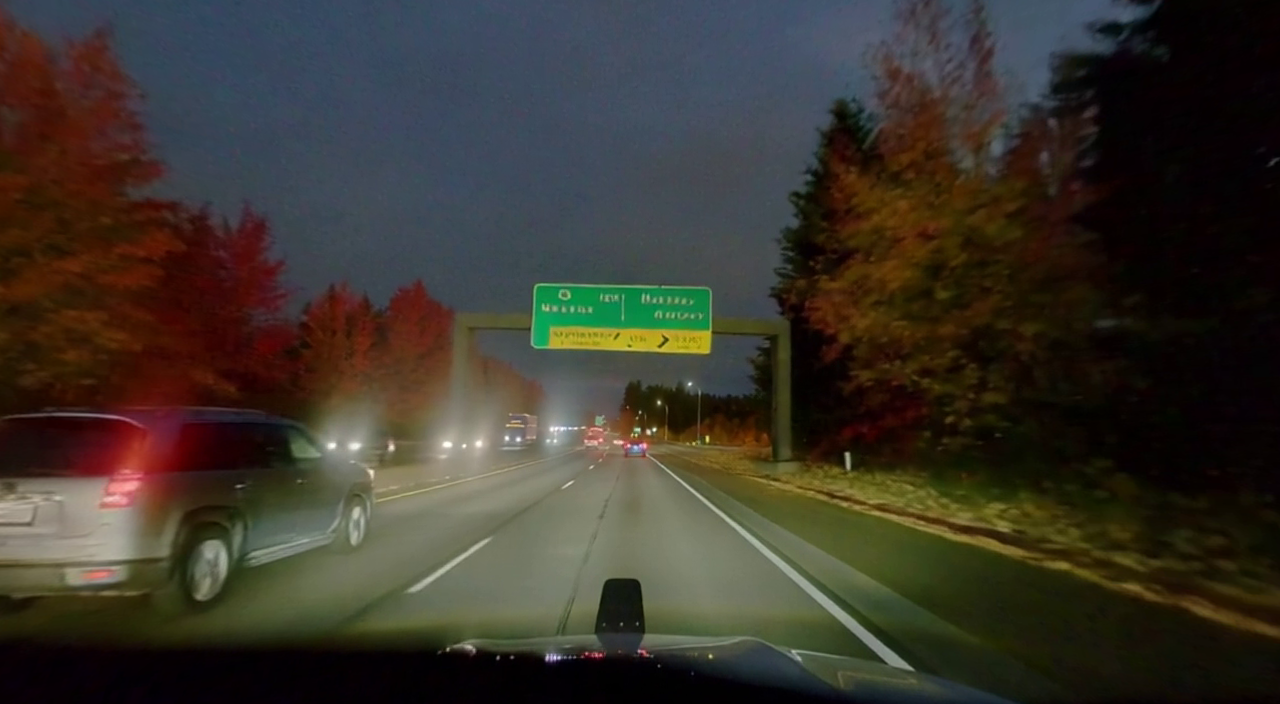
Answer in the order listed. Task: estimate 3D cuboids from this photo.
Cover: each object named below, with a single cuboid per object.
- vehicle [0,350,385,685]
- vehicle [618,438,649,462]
[{"bbox_3d":[-4.064,1.141,5.404,1.924,1.720,4.195,0,-8,1],"label":"vehicle"},{"bbox_3d":[-0.459,6.452,41.691,1.939,1.497,3.863,0,-8,-1],"label":"vehicle"}]
